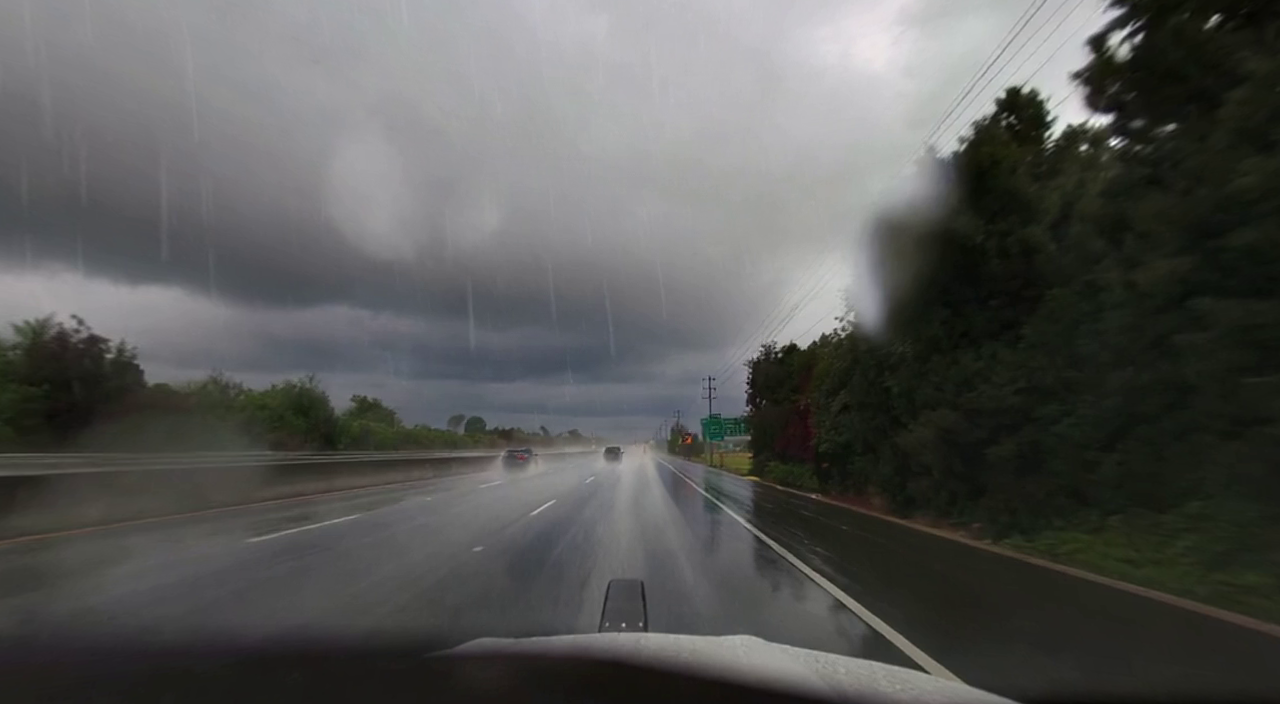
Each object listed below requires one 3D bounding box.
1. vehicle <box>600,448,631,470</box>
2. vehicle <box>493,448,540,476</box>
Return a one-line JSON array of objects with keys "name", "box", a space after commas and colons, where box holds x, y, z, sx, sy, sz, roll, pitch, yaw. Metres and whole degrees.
[{"name": "vehicle", "box": [-1.707, 7.659, 45.232, 1.968, 1.462, 3.937, 0, -9, 1]}, {"name": "vehicle", "box": [-7.105, 6.343, 36.561, 1.911, 1.491, 3.624, 0, -9, 1]}]
